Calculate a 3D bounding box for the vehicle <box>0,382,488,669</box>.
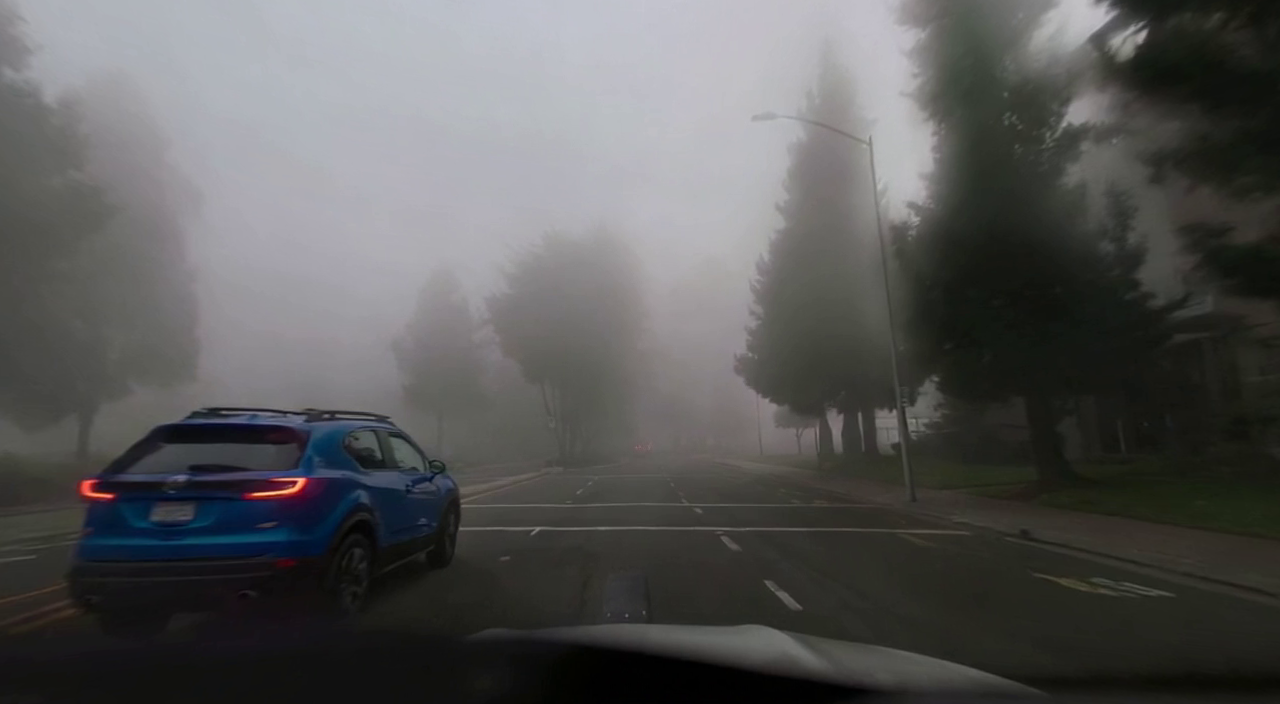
[{"bbox_3d":[-3.257,1.460,6.552,2.251,1.800,4.959,0,-8,-2],"label":"vehicle"}]
